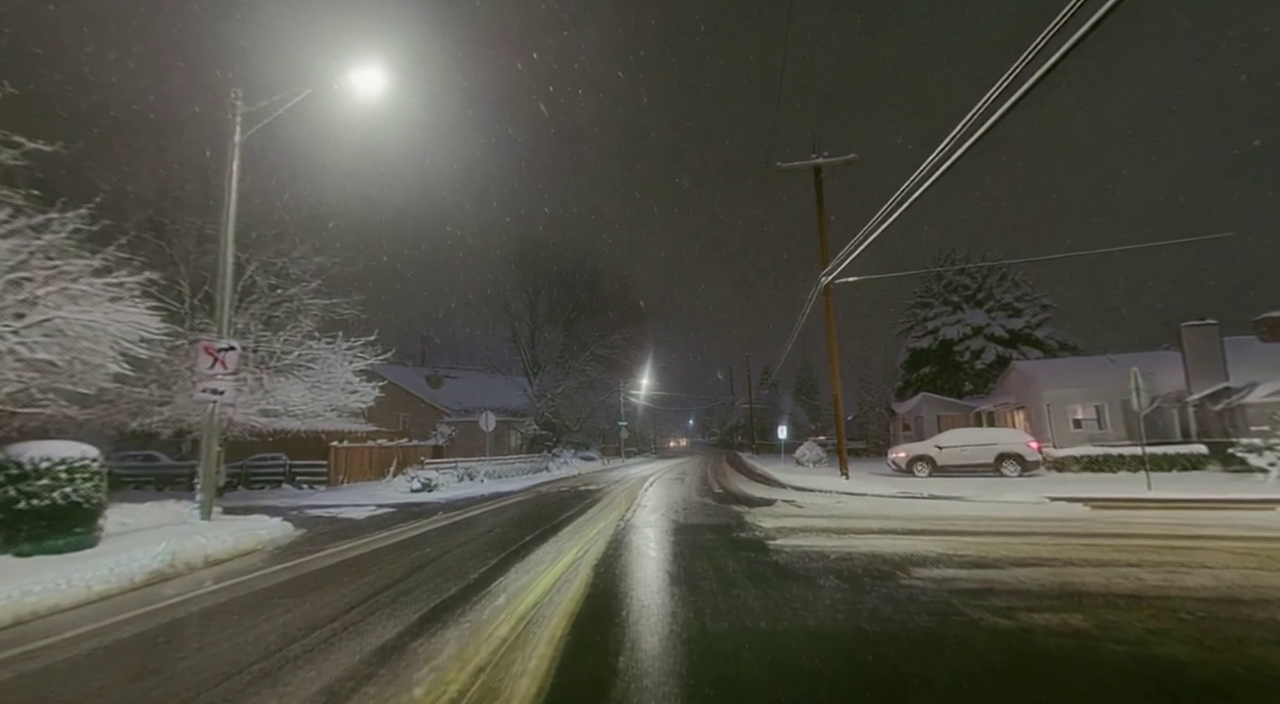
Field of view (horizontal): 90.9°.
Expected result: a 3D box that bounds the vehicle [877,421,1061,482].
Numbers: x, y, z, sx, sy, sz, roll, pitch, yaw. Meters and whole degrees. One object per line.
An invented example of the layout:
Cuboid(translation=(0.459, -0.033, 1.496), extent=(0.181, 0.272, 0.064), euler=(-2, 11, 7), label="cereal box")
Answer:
Cuboid(translation=(10.098, 3.097, 19.685), extent=(4.614, 1.764, 1.860), euler=(-1, -8, 5), label="vehicle")
